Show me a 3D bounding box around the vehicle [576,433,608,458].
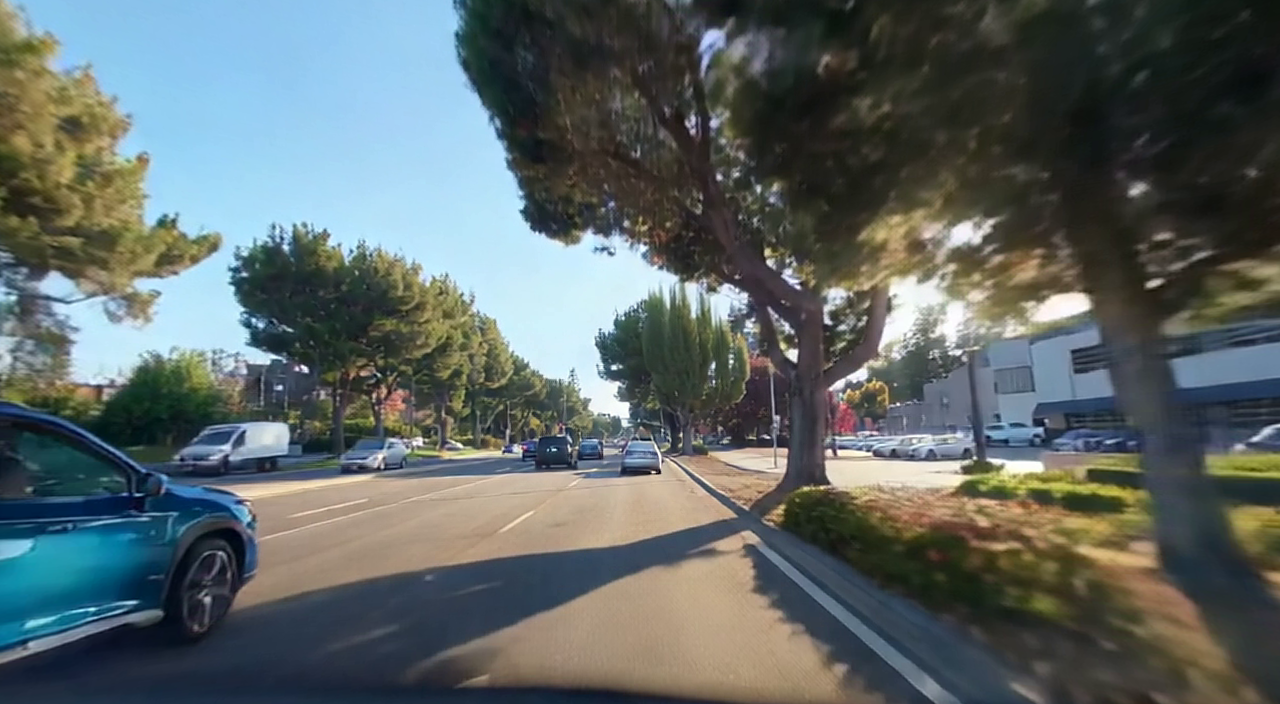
[{"bbox_3d":[-3.596,7.183,48.182,2.047,1.810,4.414,0,-8,1],"label":"vehicle"}]

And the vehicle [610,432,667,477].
[{"bbox_3d":[-0.058,4.043,25.007,2.042,1.641,4.187,0,-8,0],"label":"vehicle"}]

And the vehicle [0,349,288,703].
[{"bbox_3d":[-3.719,0.811,2.614,2.070,1.641,4.152,0,-8,0],"label":"vehicle"}]

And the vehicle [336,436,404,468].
[{"bbox_3d":[-15.765,5.833,36.938,2.028,1.735,4.444,0,-8,-1],"label":"vehicle"}]

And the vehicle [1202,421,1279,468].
[{"bbox_3d":[19.608,2.844,19.320,1.466,1.357,3.288,0,-8,-1],"label":"vehicle"}]

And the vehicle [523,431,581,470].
[{"bbox_3d":[-4.092,4.689,29.959,2.113,1.713,4.422,0,-8,1],"label":"vehicle"}]

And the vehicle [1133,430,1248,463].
[{"bbox_3d":[28.864,4.948,33.018,4.169,1.643,1.938,0,-8,0],"label":"vehicle"}]

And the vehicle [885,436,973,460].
[{"bbox_3d":[17.734,5.899,38.617,4.460,1.449,1.959,0,-8,-2],"label":"vehicle"}]
